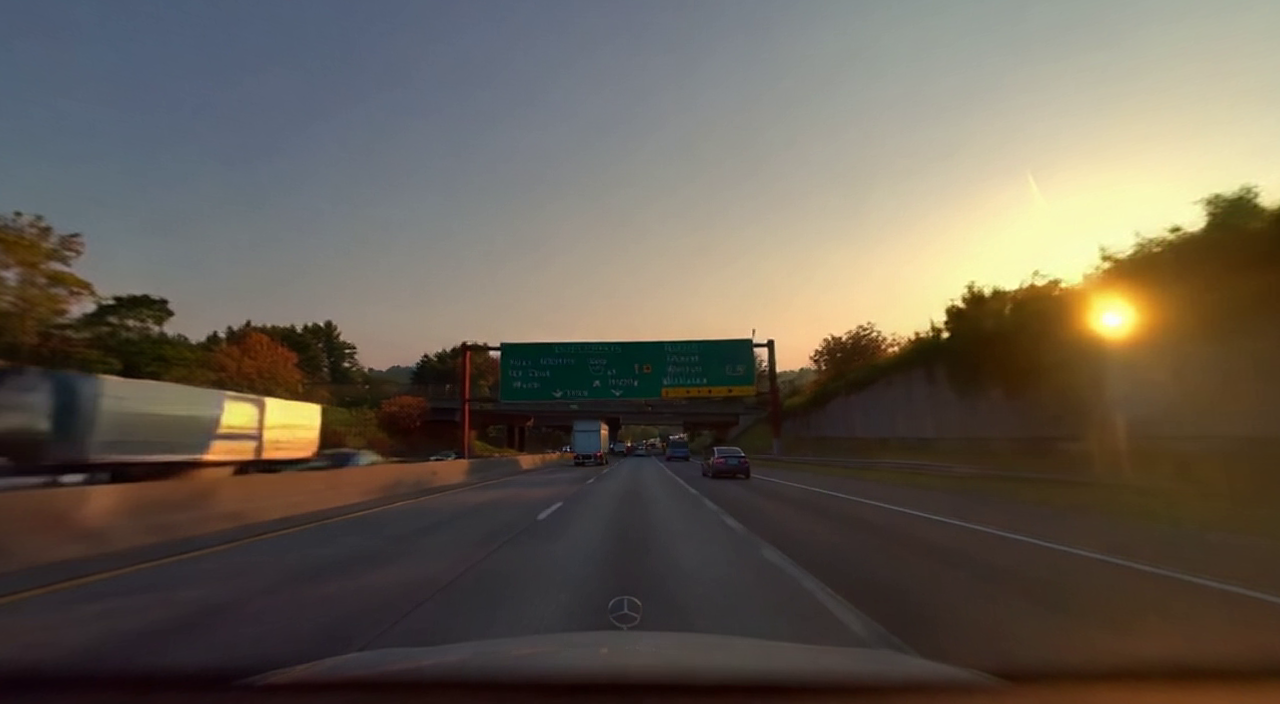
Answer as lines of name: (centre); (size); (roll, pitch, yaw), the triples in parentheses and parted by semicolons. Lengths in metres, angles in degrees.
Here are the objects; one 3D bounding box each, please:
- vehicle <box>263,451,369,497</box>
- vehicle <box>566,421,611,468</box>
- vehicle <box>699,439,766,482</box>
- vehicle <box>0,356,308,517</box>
vehicle: (-11.461, 4.308, 22.613); (1.762, 1.478, 3.882); (0, -9, -1)
vehicle: (-3.732, 6.926, 46.970); (2.667, 3.195, 6.731); (0, -9, 1)
vehicle: (3.560, 4.270, 25.001); (1.983, 1.545, 4.038); (0, -9, -1)
vehicle: (-18.869, 3.422, 24.168); (3.193, 4.259, 17.218); (-1, -9, -1)
